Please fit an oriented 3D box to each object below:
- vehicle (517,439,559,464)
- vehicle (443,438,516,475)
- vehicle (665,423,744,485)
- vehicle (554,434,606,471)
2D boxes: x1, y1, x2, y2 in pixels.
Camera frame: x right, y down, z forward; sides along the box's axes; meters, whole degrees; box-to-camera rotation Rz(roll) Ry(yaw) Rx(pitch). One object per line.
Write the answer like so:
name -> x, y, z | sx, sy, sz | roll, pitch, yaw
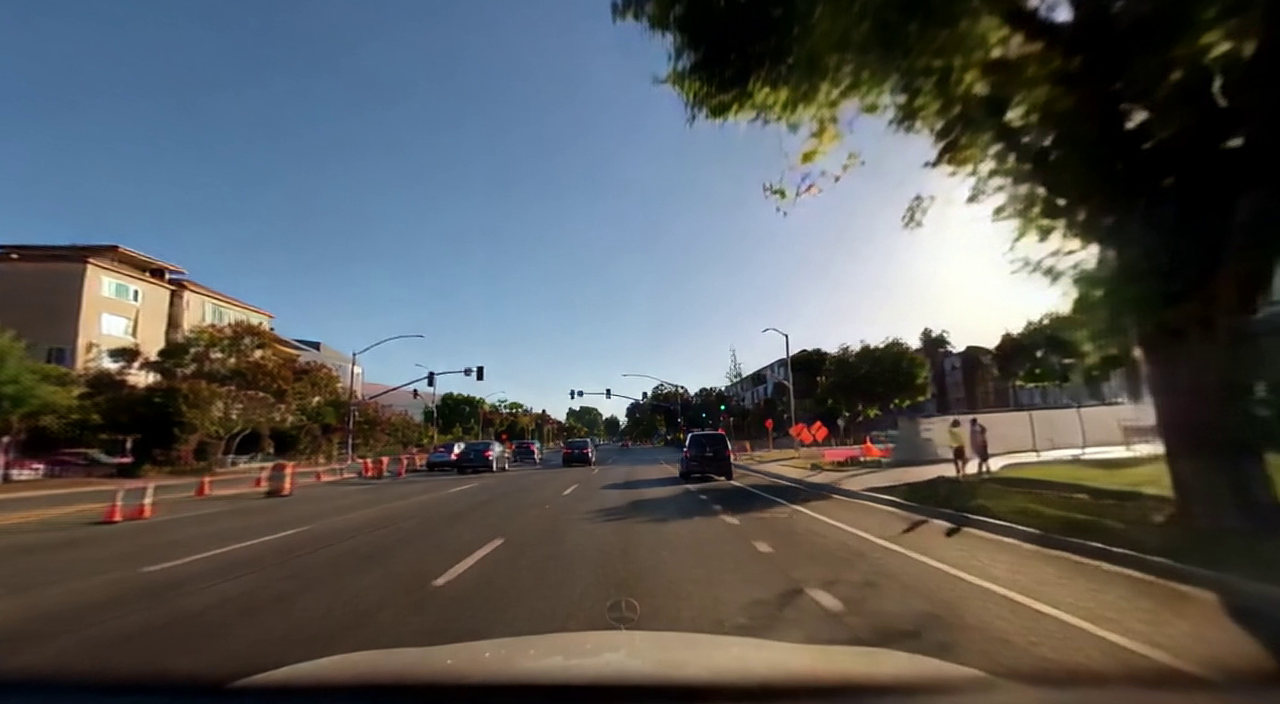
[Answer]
vehicle -> -6.541, 6.453, 41.070 | 1.993, 1.492, 3.666 | 0, -8, 2
vehicle -> -7.043, 4.641, 28.234 | 1.928, 1.488, 4.635 | 0, -8, 2
vehicle -> 2.015, 3.370, 21.017 | 2.197, 1.835, 4.316 | 0, -8, 0
vehicle -> -2.887, 4.948, 31.251 | 2.121, 1.654, 3.993 | 0, -8, 1
